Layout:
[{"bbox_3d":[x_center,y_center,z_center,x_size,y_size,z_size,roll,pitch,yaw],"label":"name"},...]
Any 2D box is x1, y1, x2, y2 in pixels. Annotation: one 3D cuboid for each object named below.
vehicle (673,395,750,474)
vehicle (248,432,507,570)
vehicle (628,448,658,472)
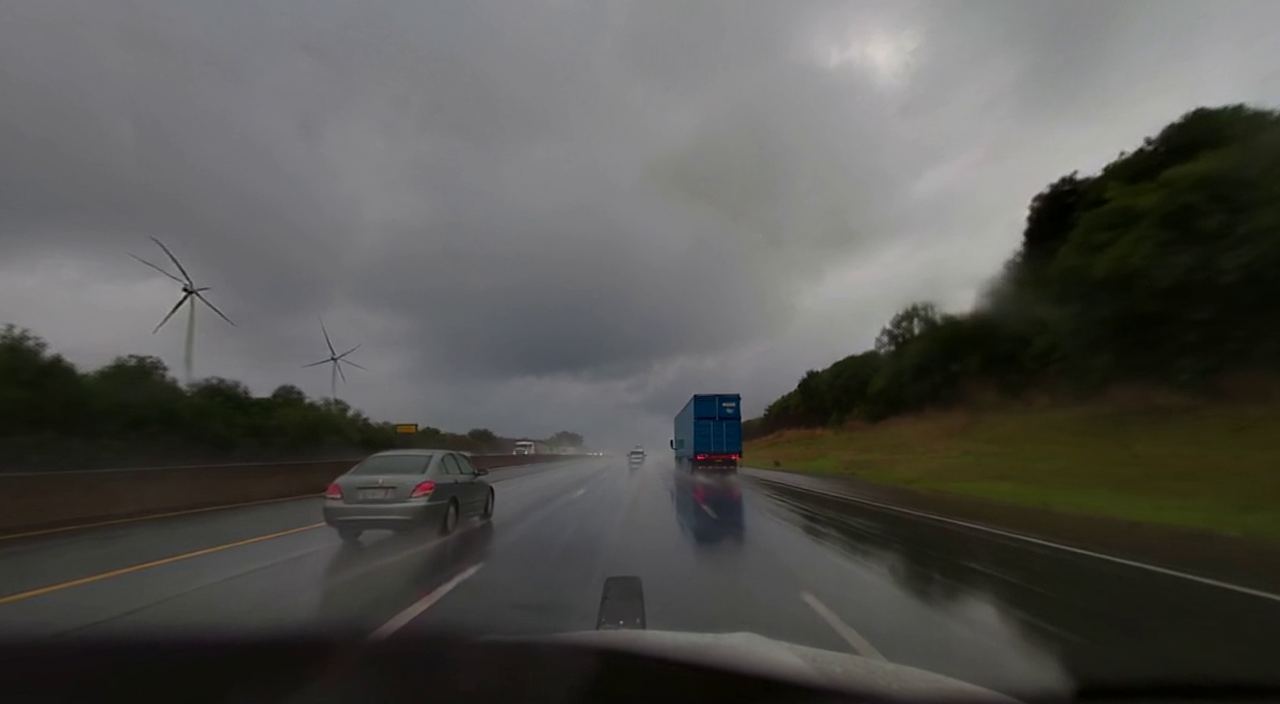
[{"bbox_3d":[3.963,5.245,38.911,2.947,3.989,13.568,0,-9,-1],"label":"vehicle"},{"bbox_3d":[-3.363,1.980,9.135,1.952,1.521,4.095,0,-9,0],"label":"vehicle"},{"bbox_3d":[0.191,7.198,42.238,1.931,1.453,3.695,0,-9,0],"label":"vehicle"}]
